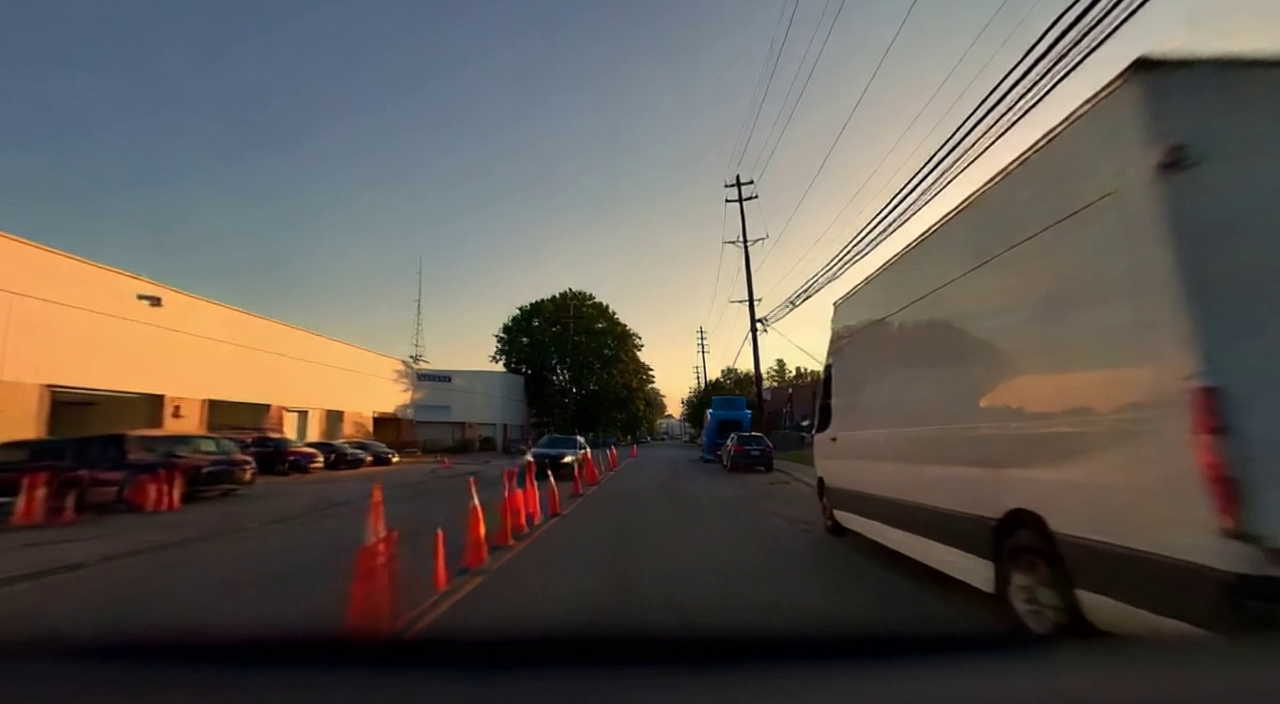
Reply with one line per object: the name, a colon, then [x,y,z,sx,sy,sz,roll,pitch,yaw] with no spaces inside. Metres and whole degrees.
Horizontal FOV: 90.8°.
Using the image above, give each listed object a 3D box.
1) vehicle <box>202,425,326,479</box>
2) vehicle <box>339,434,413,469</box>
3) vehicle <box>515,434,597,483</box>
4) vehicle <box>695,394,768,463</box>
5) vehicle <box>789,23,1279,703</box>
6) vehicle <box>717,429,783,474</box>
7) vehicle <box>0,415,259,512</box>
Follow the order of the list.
vehicle: [-16.185,4.383,27.669,2.150,1.999,5.425,3,-9,-2]
vehicle: [-13.821,5.227,33.389,2.078,1.674,4.652,-1,-8,-2]
vehicle: [-2.729,3.573,21.655,1.988,1.479,4.485,-1,-8,3]
vehicle: [4.694,4.180,33.897,3.058,3.269,7.674,0,-8,2]
vehicle: [3.876,0.681,6.277,2.871,3.301,7.433,0,-8,-1]
vehicle: [4.471,4.122,26.338,1.892,1.696,4.332,0,-8,-1]
vehicle: [-12.301,2.660,15.701,2.287,1.975,5.511,0,-8,-1]
